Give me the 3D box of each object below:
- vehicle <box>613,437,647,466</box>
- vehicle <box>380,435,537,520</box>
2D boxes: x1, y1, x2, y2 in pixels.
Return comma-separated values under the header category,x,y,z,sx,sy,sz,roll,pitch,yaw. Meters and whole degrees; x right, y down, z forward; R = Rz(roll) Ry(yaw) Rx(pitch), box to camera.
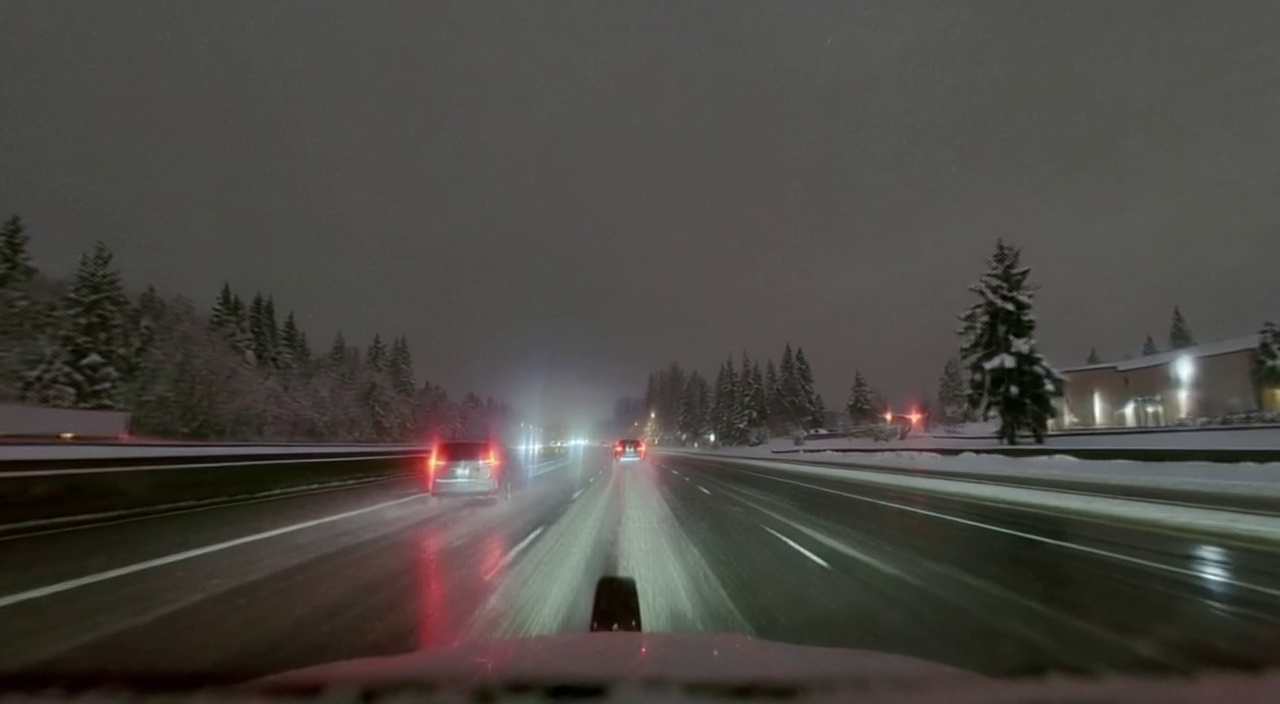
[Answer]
category,x,y,z,sx,sy,sz,roll,pitch,yaw
vehicle,-0.734,6.956,44.355,2.269,1.924,4.596,0,-8,-1
vehicle,-3.810,2.713,14.370,2.140,1.574,4.946,0,-8,0
